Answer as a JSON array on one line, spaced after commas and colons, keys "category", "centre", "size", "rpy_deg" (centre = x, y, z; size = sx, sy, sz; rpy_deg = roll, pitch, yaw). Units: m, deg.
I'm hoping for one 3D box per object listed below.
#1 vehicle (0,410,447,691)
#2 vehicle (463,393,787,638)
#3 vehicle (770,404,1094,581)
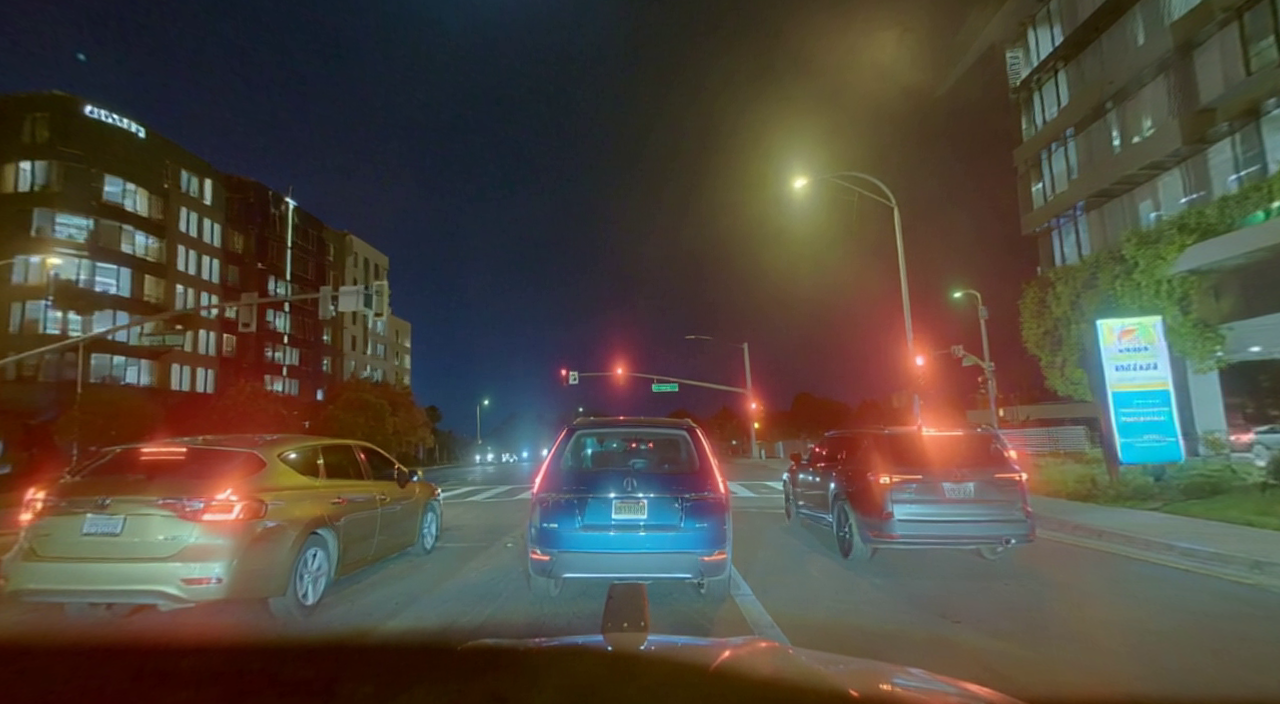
[{"category": "vehicle", "centre": [-3.546, 1.427, 5.823], "size": [1.906, 1.524, 4.547], "rpy_deg": [0, -8, 2]}, {"category": "vehicle", "centre": [-0.126, 1.428, 6.505], "size": [2.195, 1.662, 4.262], "rpy_deg": [0, -8, -1]}, {"category": "vehicle", "centre": [3.217, 1.657, 8.252], "size": [2.004, 1.646, 4.554], "rpy_deg": [0, -8, -1]}]
